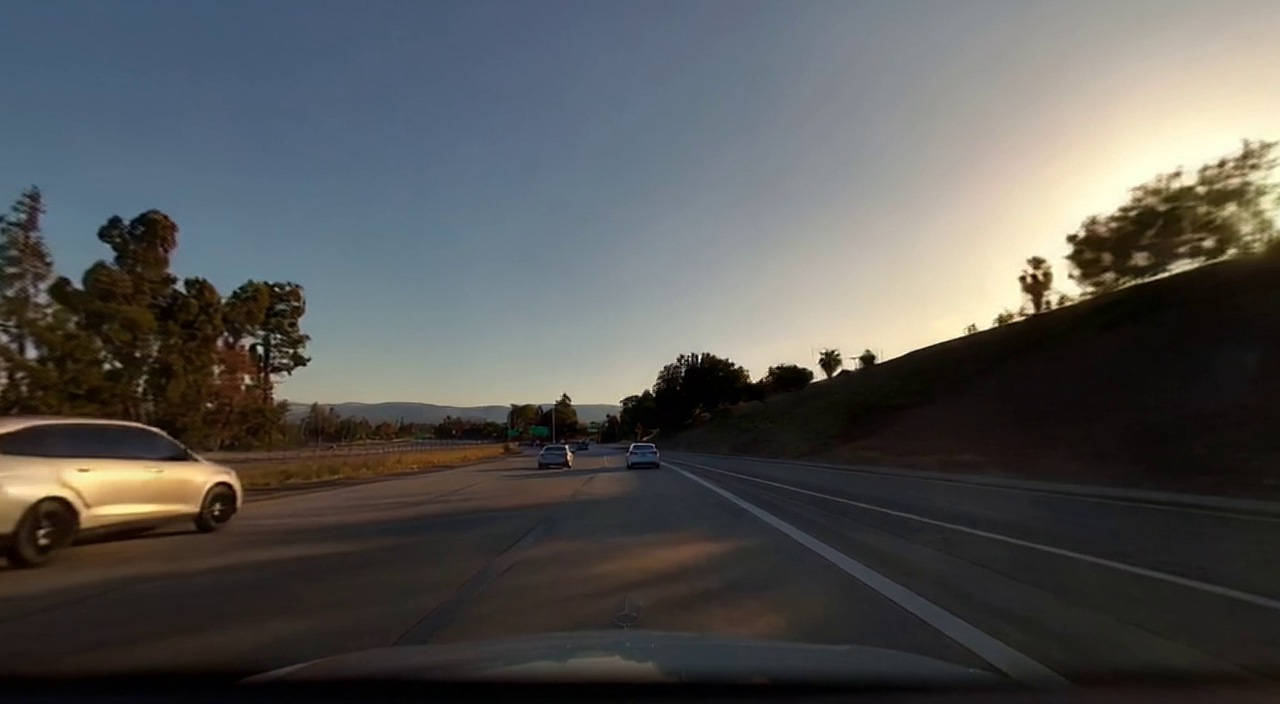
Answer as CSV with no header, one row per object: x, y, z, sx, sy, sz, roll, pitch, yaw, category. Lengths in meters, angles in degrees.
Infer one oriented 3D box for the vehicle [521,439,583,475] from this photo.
-3.883,4.756,28.783,2.246,1.519,4.980,0,-9,-2,vehicle

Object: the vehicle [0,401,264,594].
-6.776,1.512,7.060,2.221,1.693,4.631,0,-9,0,vehicle

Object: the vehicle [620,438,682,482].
0.320,3.870,22.813,2.051,1.444,3.927,0,-9,-1,vehicle
